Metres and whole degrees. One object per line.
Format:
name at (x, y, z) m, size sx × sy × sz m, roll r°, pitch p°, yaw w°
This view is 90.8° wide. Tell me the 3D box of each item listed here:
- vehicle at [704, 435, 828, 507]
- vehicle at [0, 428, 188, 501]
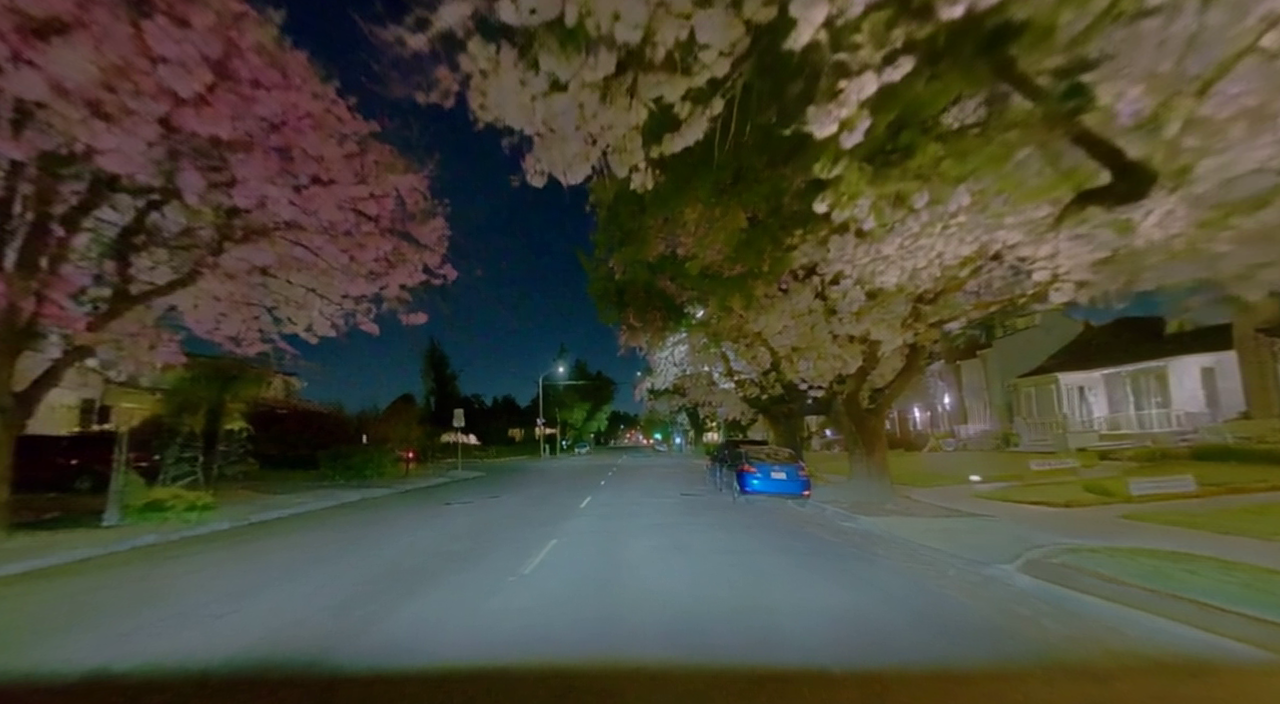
vehicle at (2.817, 2.760, 15.261) m, size 2.022 × 1.455 × 4.406 m, roll 0°, pitch -8°, yaw -1°
vehicle at (-16.451, 3.125, 17.653) m, size 5.902 × 1.796 × 2.183 m, roll -1°, pitch -7°, yaw -2°
